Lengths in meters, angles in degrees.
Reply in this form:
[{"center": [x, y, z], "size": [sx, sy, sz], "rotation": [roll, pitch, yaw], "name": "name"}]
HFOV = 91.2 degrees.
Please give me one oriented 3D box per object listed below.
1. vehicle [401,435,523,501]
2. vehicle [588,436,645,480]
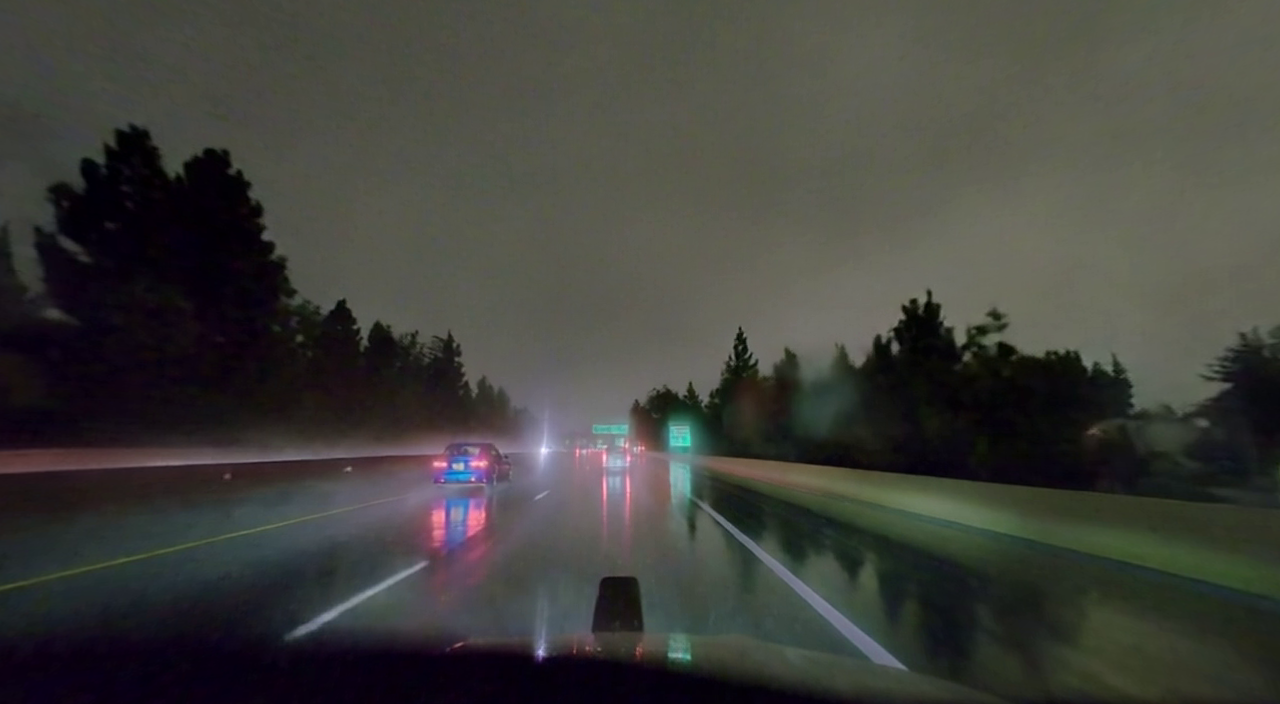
[{"center": [-4.834, 3.232, 17.829], "size": [2.103, 1.588, 4.709], "rotation": [-1, -9, 0], "name": "vehicle"}, {"center": [-0.984, 4.453, 26.522], "size": [2.220, 1.711, 4.056], "rotation": [0, -9, -2], "name": "vehicle"}]
